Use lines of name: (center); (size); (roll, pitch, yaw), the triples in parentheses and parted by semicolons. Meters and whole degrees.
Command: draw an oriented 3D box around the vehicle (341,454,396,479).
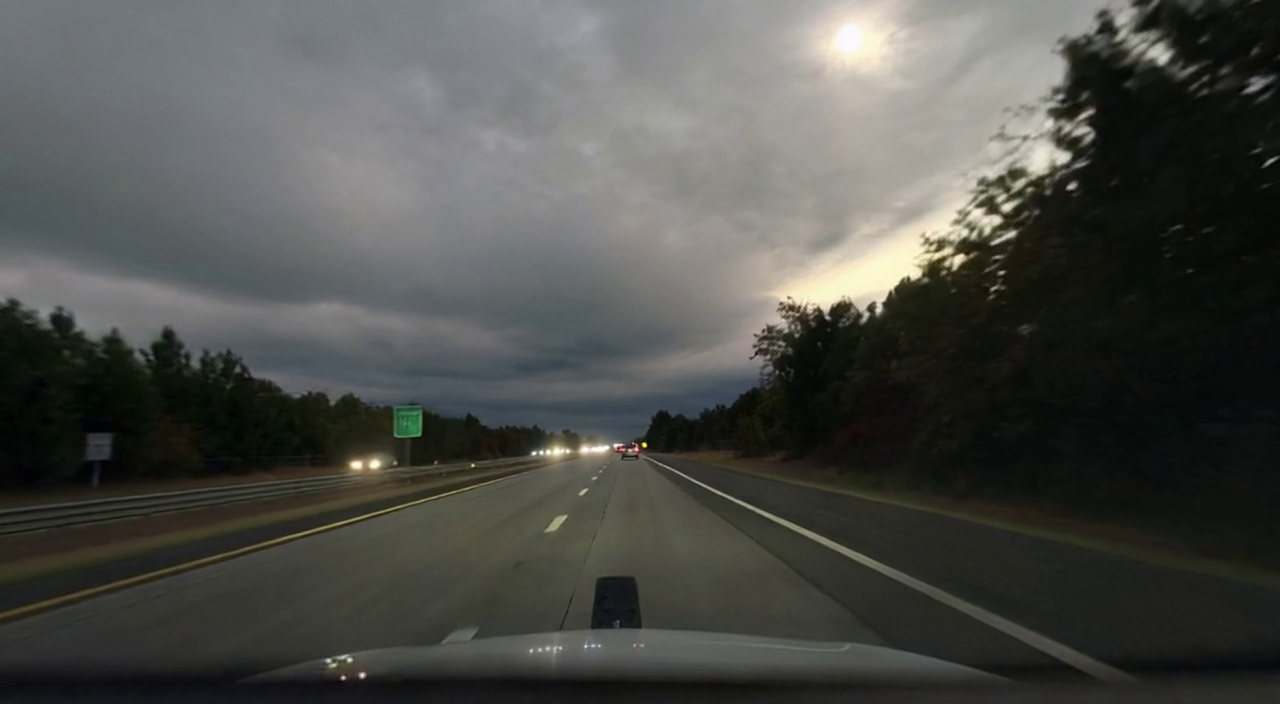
vehicle: (-17.144, 7.197, 39.746); (1.611, 1.444, 4.246); (0, -9, -1)
